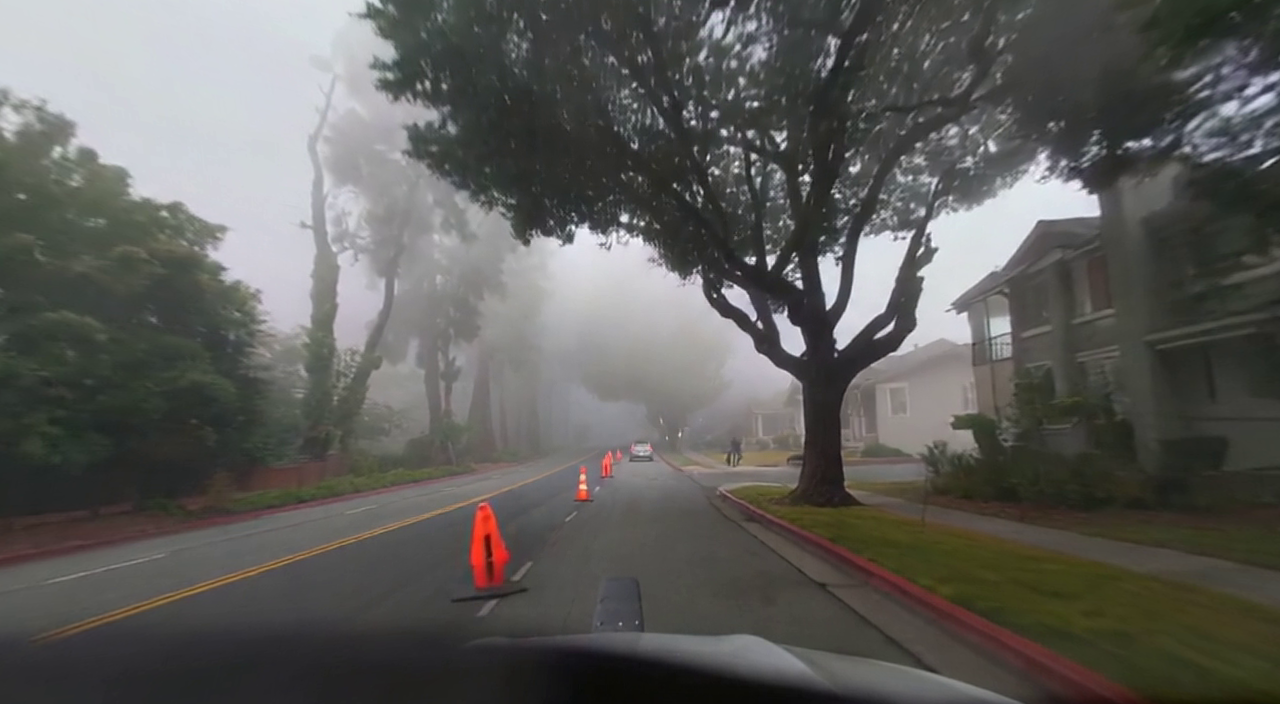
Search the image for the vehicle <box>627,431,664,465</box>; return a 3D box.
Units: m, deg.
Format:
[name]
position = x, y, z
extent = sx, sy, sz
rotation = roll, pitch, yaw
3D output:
[vehicle]
position = 0.290, 6.133, 40.535
extent = 2.169, 2.015, 5.206
rotation = 0, -8, -1
